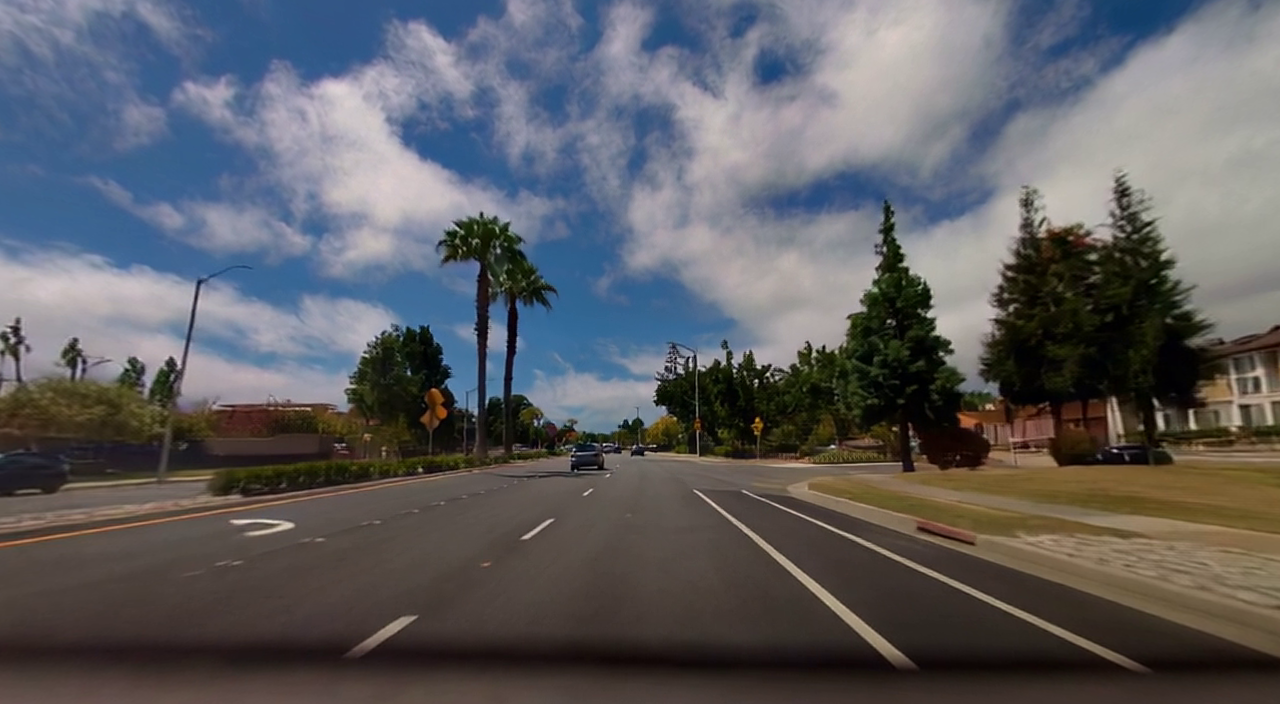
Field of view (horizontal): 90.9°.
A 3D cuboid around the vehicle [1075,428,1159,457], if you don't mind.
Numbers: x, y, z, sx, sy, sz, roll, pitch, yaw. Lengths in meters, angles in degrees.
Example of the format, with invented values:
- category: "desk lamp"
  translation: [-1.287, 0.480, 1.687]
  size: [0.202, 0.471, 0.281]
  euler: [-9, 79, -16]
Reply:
- category: "vehicle"
  translation: [32.795, 6.294, 43.564]
  size: [2.069, 1.825, 5.056]
  euler: [0, -9, 4]

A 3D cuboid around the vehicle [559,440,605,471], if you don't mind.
- category: "vehicle"
  translation: [-2.985, 5.472, 33.538]
  size: [2.075, 1.498, 4.730]
  euler: [0, -8, -1]

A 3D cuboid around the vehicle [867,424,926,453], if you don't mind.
- category: "vehicle"
  translation: [19.611, 6.703, 48.456]
  size: [2.162, 2.064, 5.616]
  euler: [0, -8, 0]

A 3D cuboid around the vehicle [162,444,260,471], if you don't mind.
- category: "vehicle"
  translation: [-33.095, 8.147, 48.697]
  size: [6.114, 1.988, 2.360]
  euler: [-1, -8, 8]

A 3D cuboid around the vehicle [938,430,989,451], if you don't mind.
- category: "vehicle"
  translation: [25.090, 6.896, 49.054]
  size: [1.988, 1.531, 4.270]
  euler: [-1, -8, 5]

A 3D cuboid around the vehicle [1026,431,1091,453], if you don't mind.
- category: "vehicle"
  translation: [29.900, 6.482, 45.150]
  size: [1.763, 1.487, 4.181]
  euler: [0, -8, 0]
